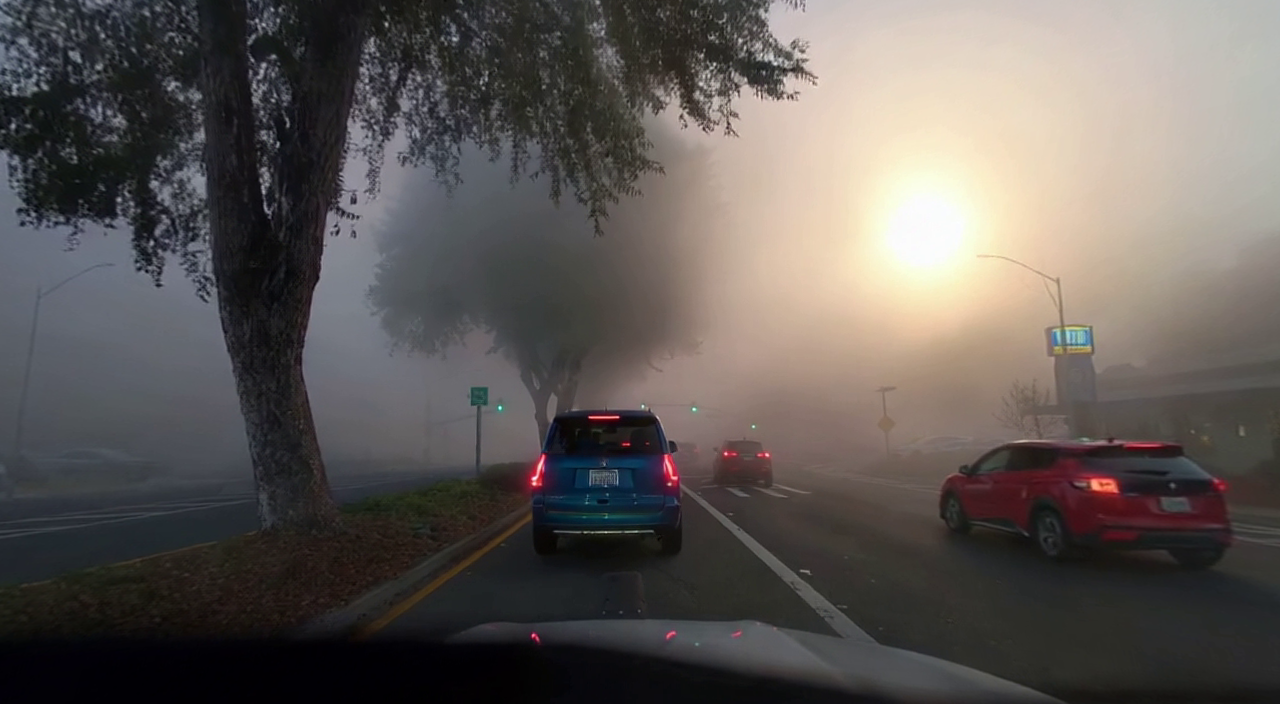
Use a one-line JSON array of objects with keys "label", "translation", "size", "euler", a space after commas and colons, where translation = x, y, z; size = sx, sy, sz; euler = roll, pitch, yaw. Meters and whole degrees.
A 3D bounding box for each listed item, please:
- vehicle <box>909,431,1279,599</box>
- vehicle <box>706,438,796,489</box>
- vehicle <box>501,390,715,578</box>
[{"label": "vehicle", "translation": [5.392, 1.806, 8.025], "size": [1.930, 1.478, 4.643], "euler": [0, -9, 1]}, {"label": "vehicle", "translation": [3.685, 3.795, 21.950], "size": [2.098, 1.555, 4.778], "euler": [0, -9, -2]}, {"label": "vehicle", "translation": [-0.290, 1.650, 8.647], "size": [2.096, 1.837, 4.687], "euler": [0, -9, 1]}]
